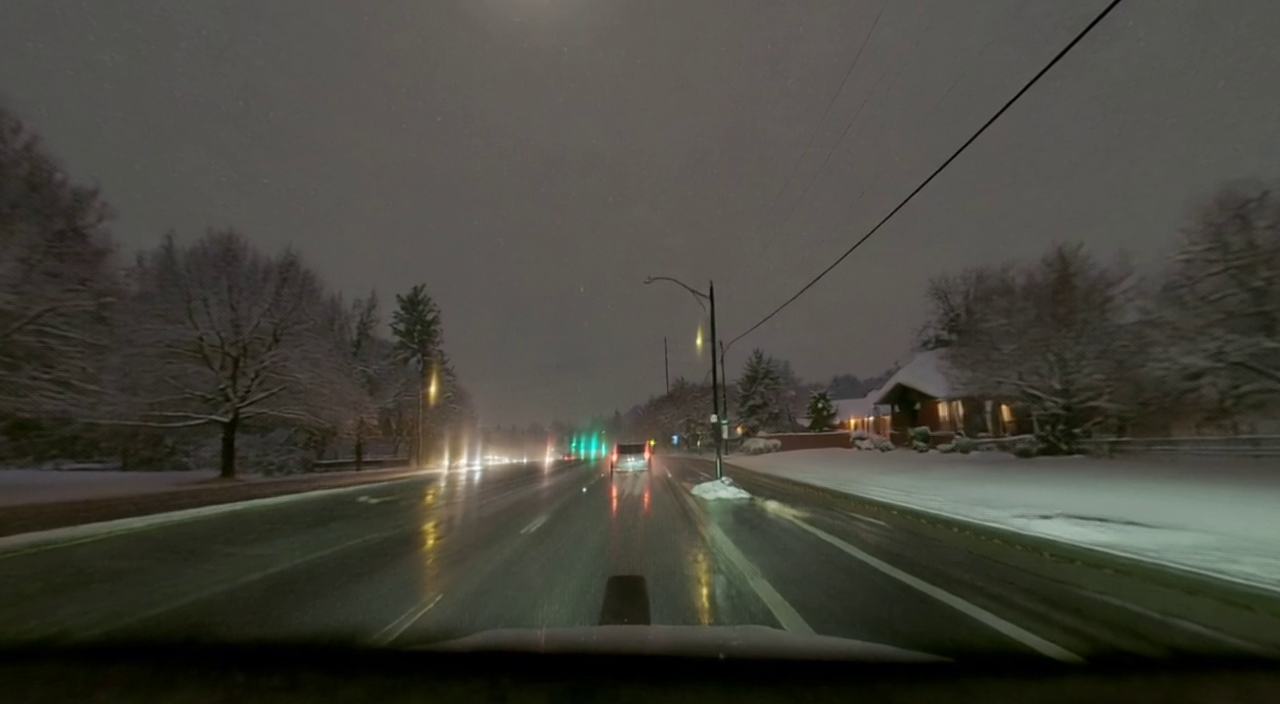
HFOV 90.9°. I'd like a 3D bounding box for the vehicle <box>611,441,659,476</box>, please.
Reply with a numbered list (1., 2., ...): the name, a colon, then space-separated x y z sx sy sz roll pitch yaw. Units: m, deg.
1. vehicle: -0.207 4.821 28.664 2.009 1.456 4.003 -1 -9 0
